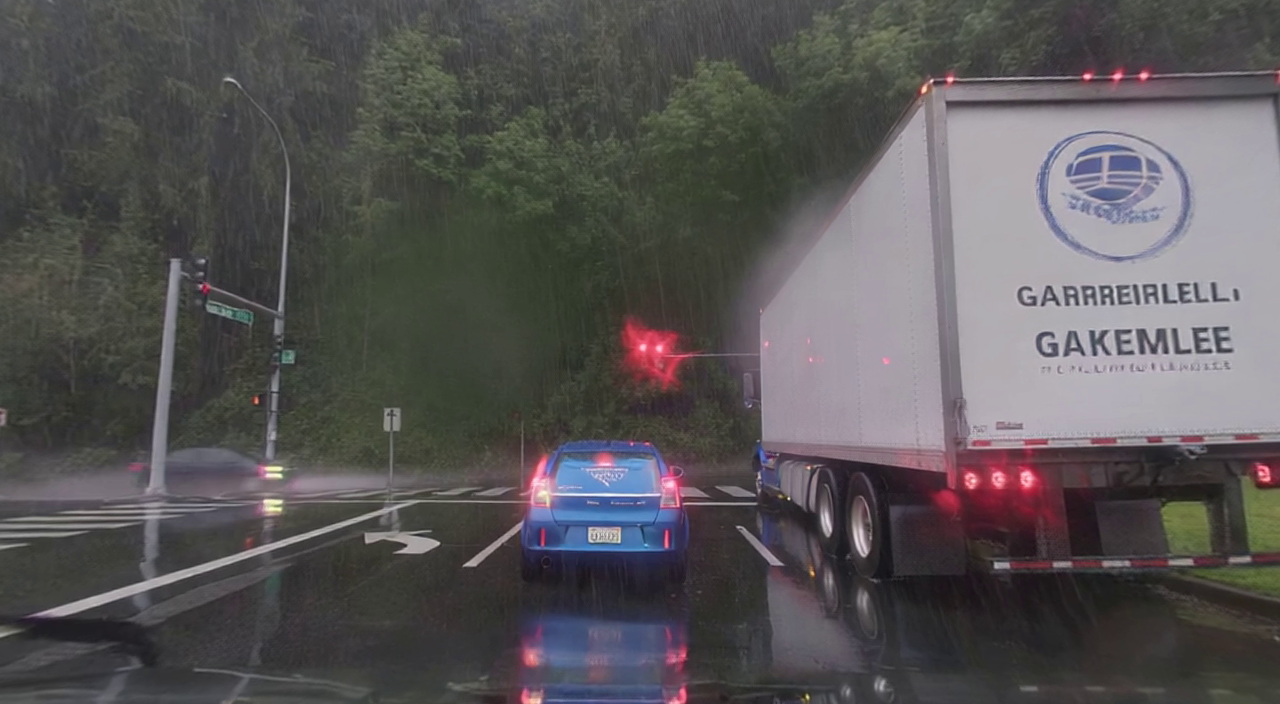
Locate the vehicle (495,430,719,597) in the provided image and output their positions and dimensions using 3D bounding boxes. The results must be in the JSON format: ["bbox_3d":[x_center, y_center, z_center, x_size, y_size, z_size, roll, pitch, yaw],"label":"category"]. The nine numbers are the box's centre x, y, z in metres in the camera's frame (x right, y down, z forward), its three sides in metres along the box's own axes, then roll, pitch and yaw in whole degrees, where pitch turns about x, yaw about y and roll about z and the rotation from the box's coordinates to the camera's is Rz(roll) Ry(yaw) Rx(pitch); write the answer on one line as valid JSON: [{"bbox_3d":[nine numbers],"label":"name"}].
[{"bbox_3d":[-0.325,1.712,7.426,1.975,1.457,3.526,0,-9,-1],"label":"vehicle"}]

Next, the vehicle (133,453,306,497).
[{"bbox_3d":[-15.039,4.409,22.775,4.761,1.436,1.870,1,-9,-7],"label":"vehicle"}]

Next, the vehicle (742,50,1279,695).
[{"bbox_3d":[3.512,0.724,8.477,2.884,3.753,9.763,0,-9,1],"label":"vehicle"}]
